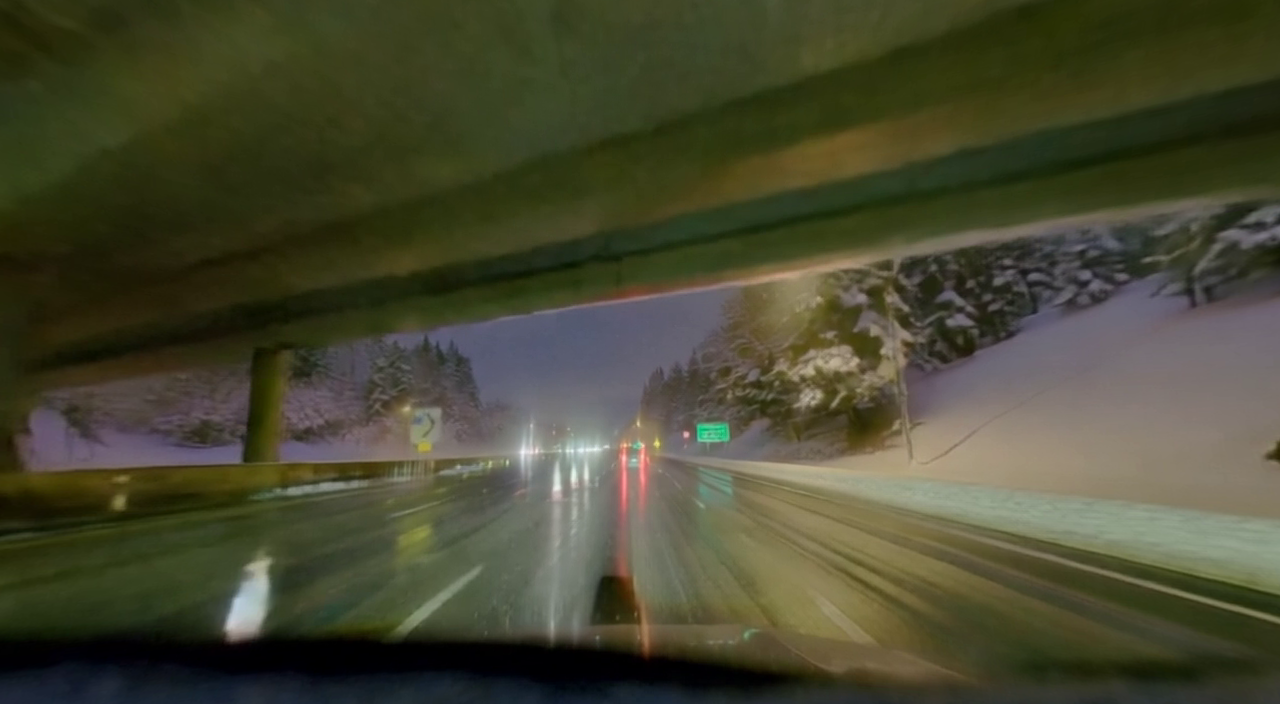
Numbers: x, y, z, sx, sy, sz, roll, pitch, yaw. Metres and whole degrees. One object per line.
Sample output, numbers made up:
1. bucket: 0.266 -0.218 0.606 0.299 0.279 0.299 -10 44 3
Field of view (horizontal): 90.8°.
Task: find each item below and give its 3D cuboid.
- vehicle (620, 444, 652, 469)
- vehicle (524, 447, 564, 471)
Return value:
1. vehicle: -0.305 7.205 43.641 2.109 1.638 3.856 0 -9 -1
2. vehicle: -6.332 7.061 41.926 1.997 1.507 4.248 0 -9 0
